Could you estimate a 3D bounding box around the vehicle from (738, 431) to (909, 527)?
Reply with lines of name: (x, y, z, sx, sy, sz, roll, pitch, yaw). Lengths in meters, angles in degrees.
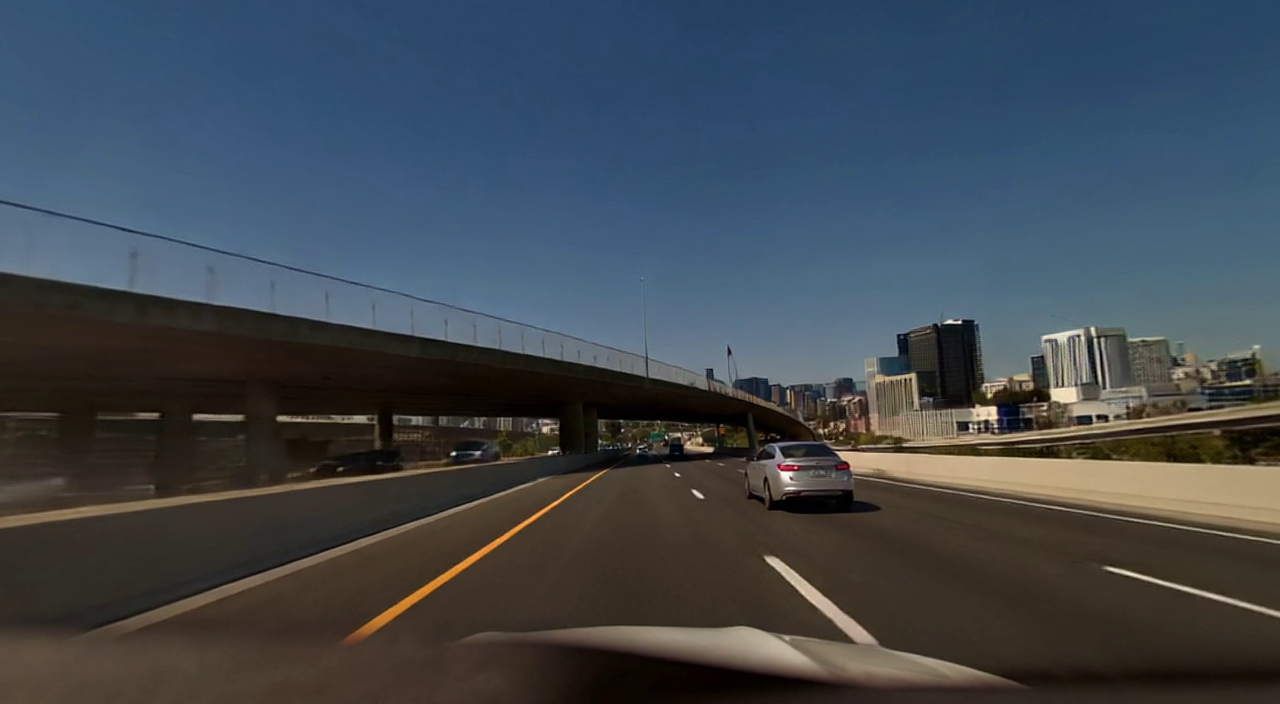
vehicle: (3.326, 2.402, 12.562, 1.982, 1.533, 4.612, 0, -9, 0)

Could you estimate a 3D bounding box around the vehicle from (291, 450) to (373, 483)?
vehicle: (-15.806, 5.867, 32.705, 1.811, 1.552, 4.504, -1, -9, 3)

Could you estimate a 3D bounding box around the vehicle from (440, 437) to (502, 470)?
vehicle: (-11.493, 6.943, 43.417, 2.452, 2.045, 5.769, -1, -9, 2)
